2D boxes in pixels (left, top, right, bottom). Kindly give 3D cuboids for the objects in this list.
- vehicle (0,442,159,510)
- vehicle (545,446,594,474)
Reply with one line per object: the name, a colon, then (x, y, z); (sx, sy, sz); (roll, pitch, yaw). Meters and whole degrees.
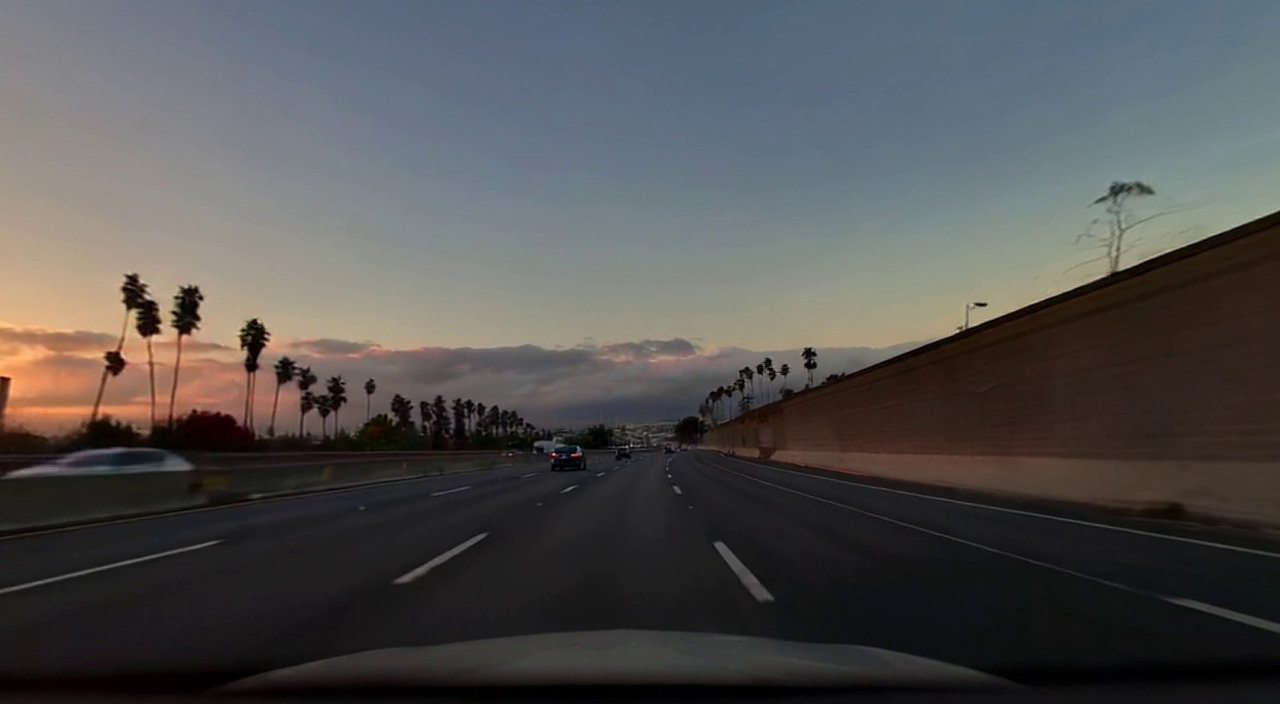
vehicle: (-14.884, 3.053, 16.021); (2.078, 1.483, 4.120); (0, -9, 1)
vehicle: (-3.864, 5.993, 35.430); (2.078, 1.457, 4.648); (0, -9, 2)
